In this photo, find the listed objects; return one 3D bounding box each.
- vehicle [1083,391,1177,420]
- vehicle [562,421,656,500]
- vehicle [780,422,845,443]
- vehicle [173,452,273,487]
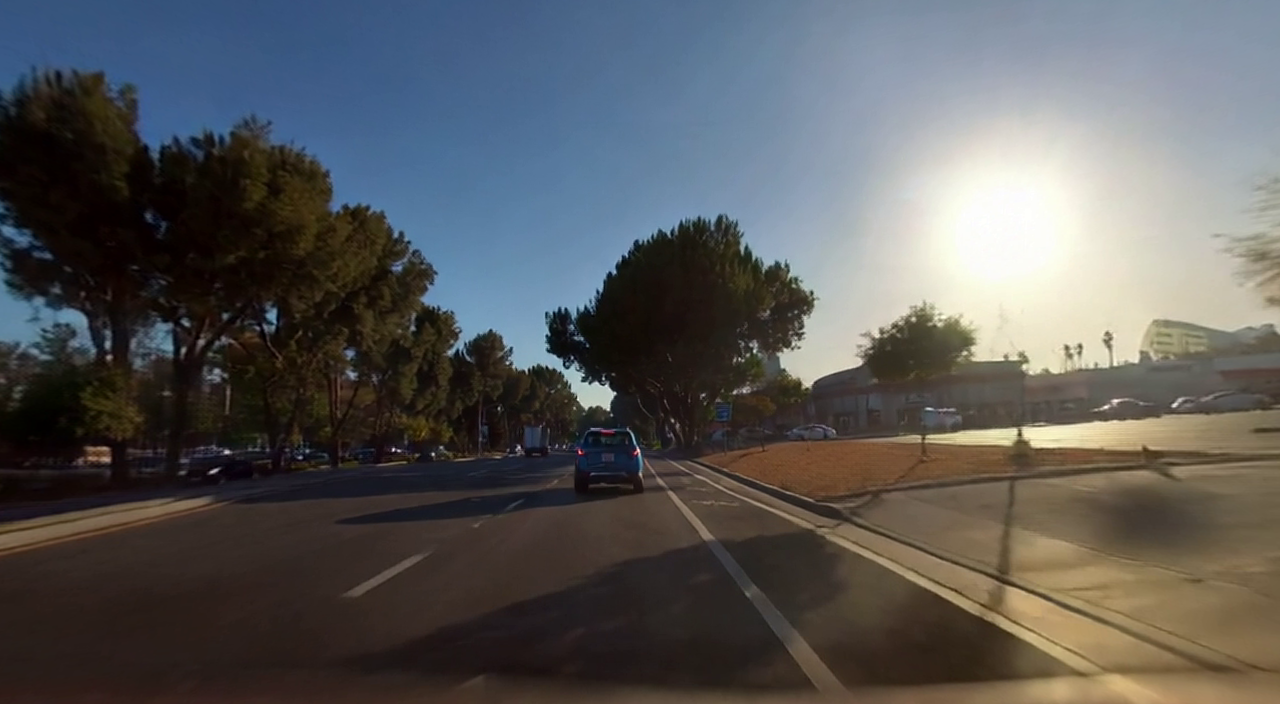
[{"bbox_3d":[32.515,3.633,42.077,1.851,1.595,4.463,4,-10,-28],"label":"vehicle"},{"bbox_3d":[-0.735,2.769,16.501,2.131,1.761,4.242,0,-8,-1],"label":"vehicle"},{"bbox_3d":[12.482,5.853,45.845,4.204,1.486,1.781,0,-8,-1],"label":"vehicle"},{"bbox_3d":[-19.341,5.450,29.591,1.945,1.444,4.406,1,-8,-4],"label":"vehicle"}]
